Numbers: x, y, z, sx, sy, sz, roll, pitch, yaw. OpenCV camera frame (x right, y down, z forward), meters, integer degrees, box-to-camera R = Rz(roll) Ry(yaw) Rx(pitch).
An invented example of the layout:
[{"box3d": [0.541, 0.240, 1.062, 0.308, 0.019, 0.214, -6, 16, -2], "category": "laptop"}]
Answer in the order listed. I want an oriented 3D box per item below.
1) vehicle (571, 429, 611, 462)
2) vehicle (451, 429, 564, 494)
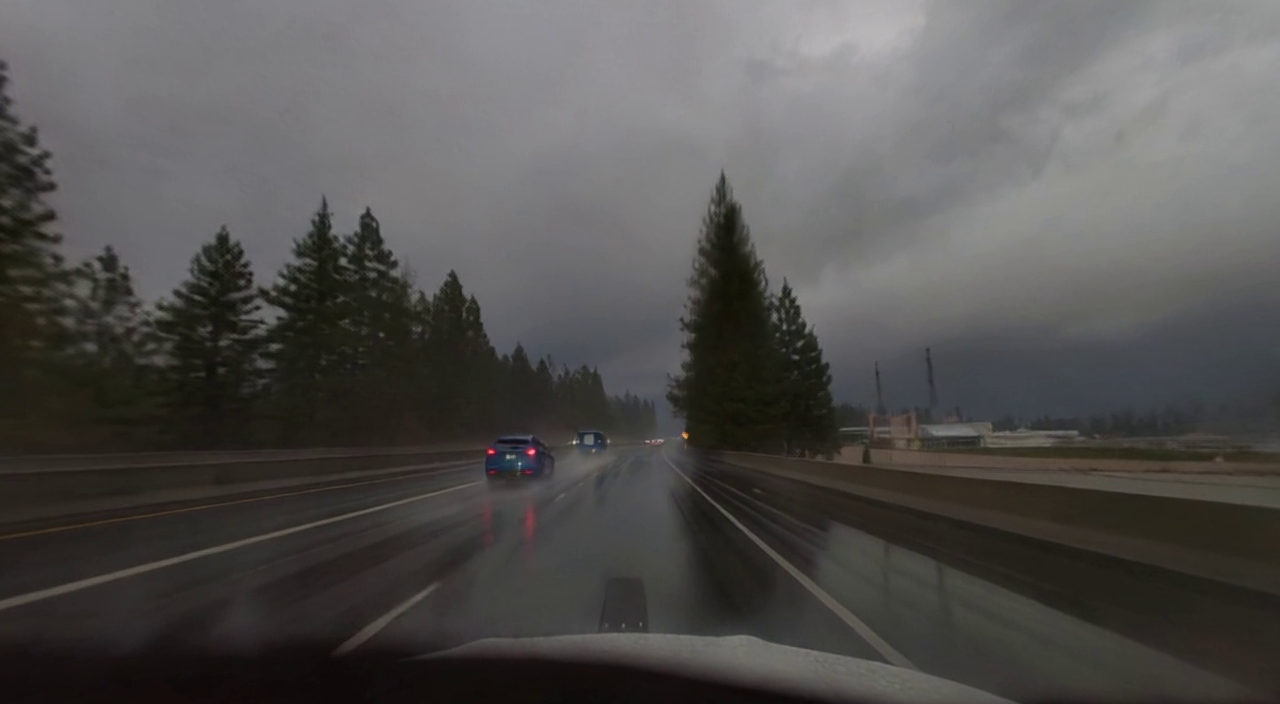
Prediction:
[{"box3d": [-3.241, 6.365, 42.728, 2.241, 2.095, 4.985, 0, -8, 1], "category": "vehicle"}, {"box3d": [-3.543, 3.045, 17.826, 2.053, 1.589, 4.671, 0, -8, 2], "category": "vehicle"}]
